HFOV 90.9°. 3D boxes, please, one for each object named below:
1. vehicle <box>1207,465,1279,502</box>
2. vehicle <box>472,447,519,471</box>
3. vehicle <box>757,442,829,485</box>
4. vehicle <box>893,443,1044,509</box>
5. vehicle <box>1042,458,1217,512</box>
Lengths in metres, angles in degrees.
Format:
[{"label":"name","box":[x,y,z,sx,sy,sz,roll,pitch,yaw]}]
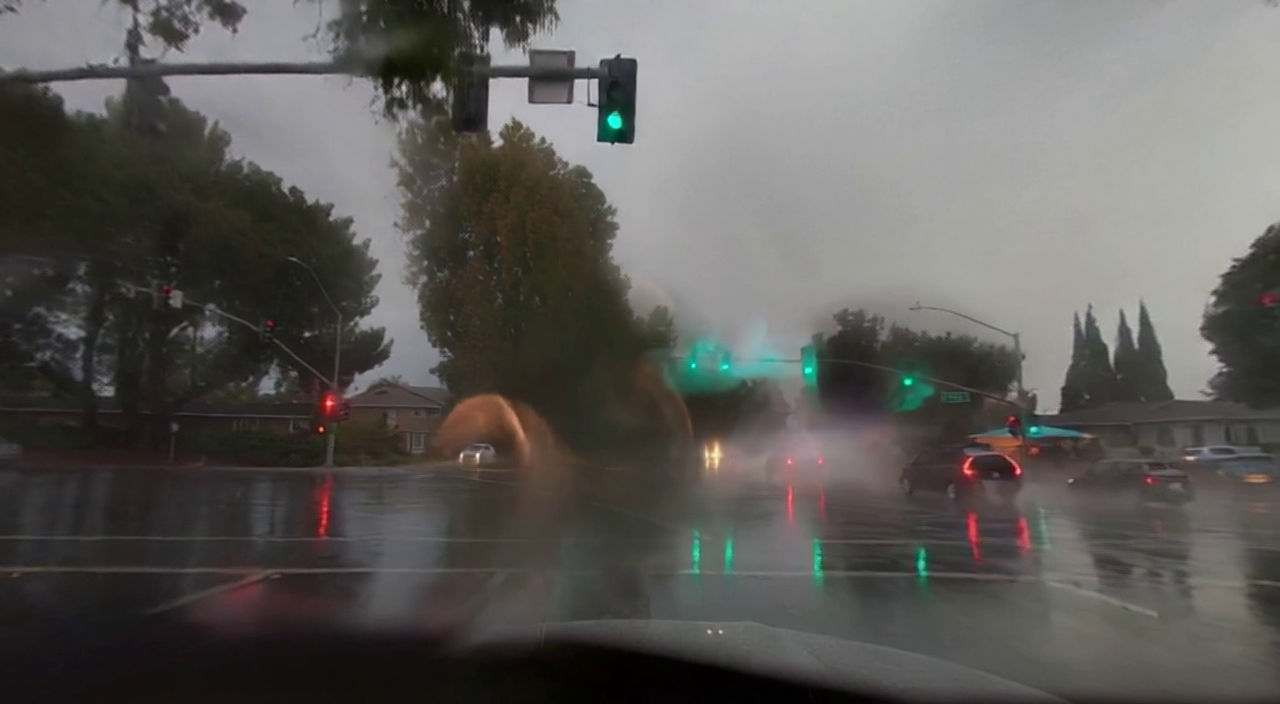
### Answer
[{"label":"vehicle","box":[32.116,6.722,32.271,4.240,1.728,2.009,0,-9,-2]},{"label":"vehicle","box":[-9.929,7.356,43.599,2.039,1.519,4.356,-1,-9,2]},{"label":"vehicle","box":[7.129,5.238,29.934,2.239,1.812,4.812,0,-9,0]},{"label":"vehicle","box":[9.917,3.749,19.576,2.120,1.767,4.856,0,-9,1]},{"label":"vehicle","box":[16.878,4.568,22.195,2.053,1.589,5.137,0,-9,0]}]
